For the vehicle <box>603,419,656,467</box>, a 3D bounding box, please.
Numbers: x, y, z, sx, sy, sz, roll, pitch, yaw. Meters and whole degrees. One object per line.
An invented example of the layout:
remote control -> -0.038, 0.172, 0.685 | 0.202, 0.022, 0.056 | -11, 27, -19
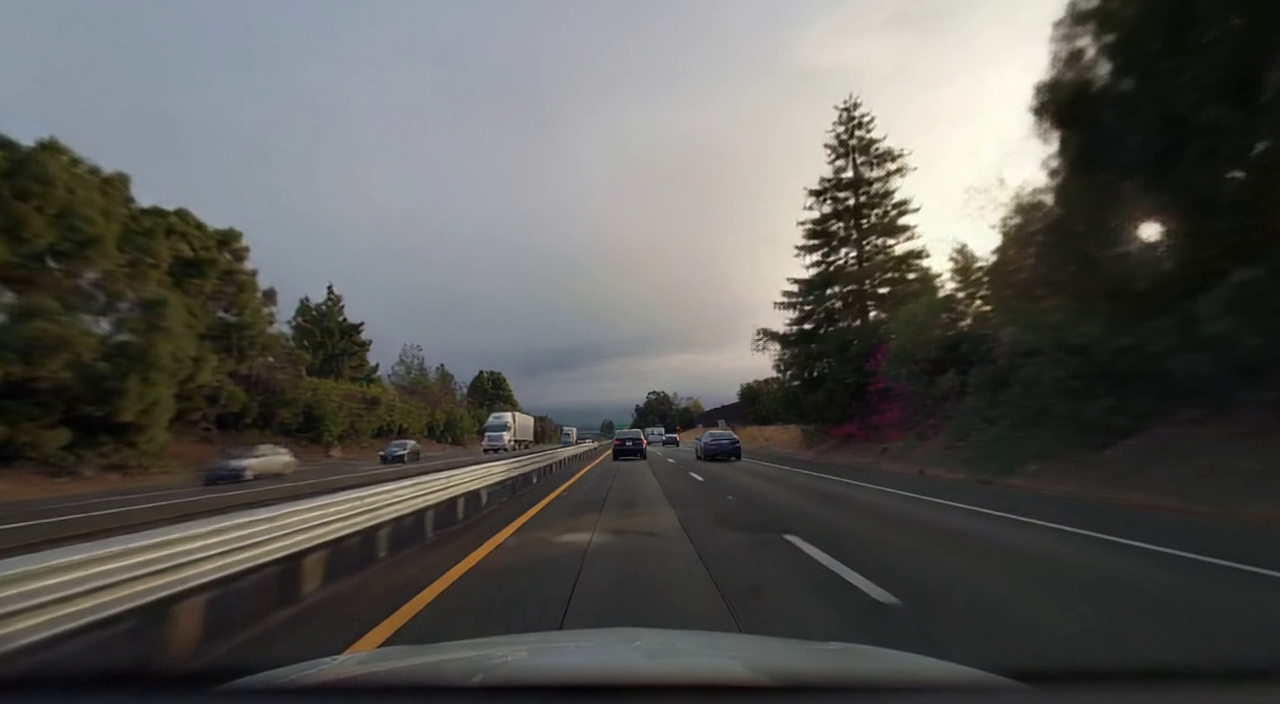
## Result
vehicle -> -0.515, 4.216, 29.359 | 2.270, 2.044, 4.633 | 0, -8, -1

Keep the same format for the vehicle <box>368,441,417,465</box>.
vehicle -> -17.120, 7.013, 43.780 | 1.859, 1.540, 4.165 | 0, -8, -2

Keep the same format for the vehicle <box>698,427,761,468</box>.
vehicle -> 3.727, 4.040, 26.875 | 1.981, 1.606, 3.956 | 0, -8, -2

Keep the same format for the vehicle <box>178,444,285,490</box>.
vehicle -> -15.178, 4.244, 23.641 | 1.764, 1.465, 3.584 | -1, -8, -3
